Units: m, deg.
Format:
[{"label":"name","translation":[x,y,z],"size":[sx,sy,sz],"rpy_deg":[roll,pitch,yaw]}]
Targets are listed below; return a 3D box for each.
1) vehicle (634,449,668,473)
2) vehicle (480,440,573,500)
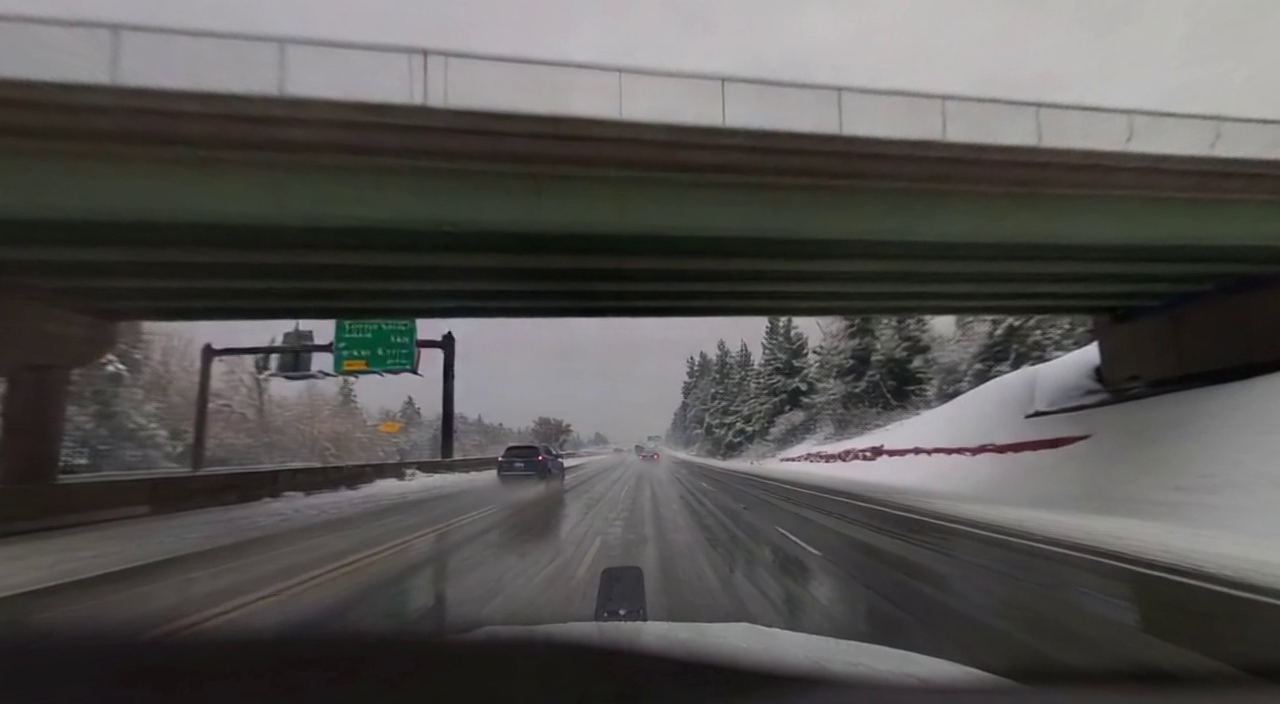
[{"label":"vehicle","translation":[0.695,7.180,41.713],"size":[2.113,1.537,4.208],"rpy_deg":[0,-9,1]},{"label":"vehicle","translation":[-3.465,3.694,20.112],"size":[2.055,1.665,4.373],"rpy_deg":[0,-9,1]}]
